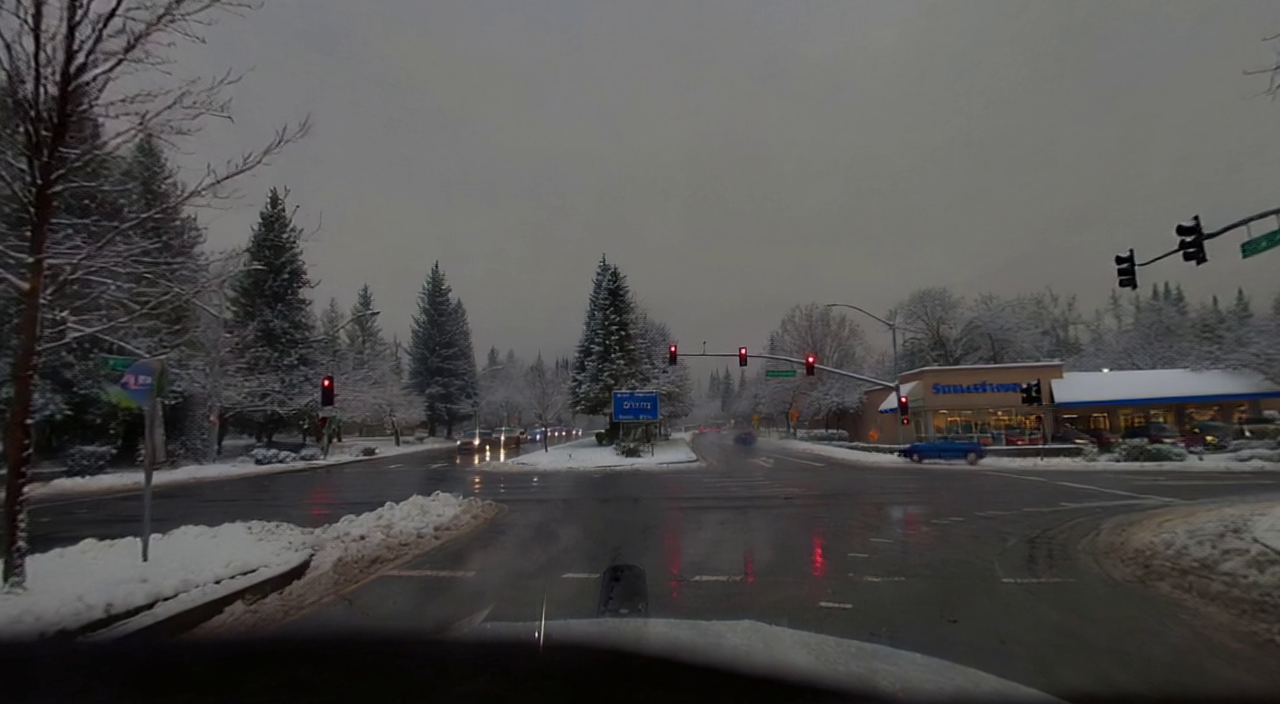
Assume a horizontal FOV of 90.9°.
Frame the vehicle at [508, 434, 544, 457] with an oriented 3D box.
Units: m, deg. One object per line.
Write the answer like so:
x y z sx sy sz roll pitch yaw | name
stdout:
-8.070 6.668 45.082 1.920 1.546 4.086 0 -9 -1 | vehicle

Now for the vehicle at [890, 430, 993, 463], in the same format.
16.376 5.140 34.362 4.667 1.664 1.936 -6 -11 36 | vehicle

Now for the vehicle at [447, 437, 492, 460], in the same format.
-11.777 6.685 43.886 2.111 1.499 4.371 0 -9 -3 | vehicle
